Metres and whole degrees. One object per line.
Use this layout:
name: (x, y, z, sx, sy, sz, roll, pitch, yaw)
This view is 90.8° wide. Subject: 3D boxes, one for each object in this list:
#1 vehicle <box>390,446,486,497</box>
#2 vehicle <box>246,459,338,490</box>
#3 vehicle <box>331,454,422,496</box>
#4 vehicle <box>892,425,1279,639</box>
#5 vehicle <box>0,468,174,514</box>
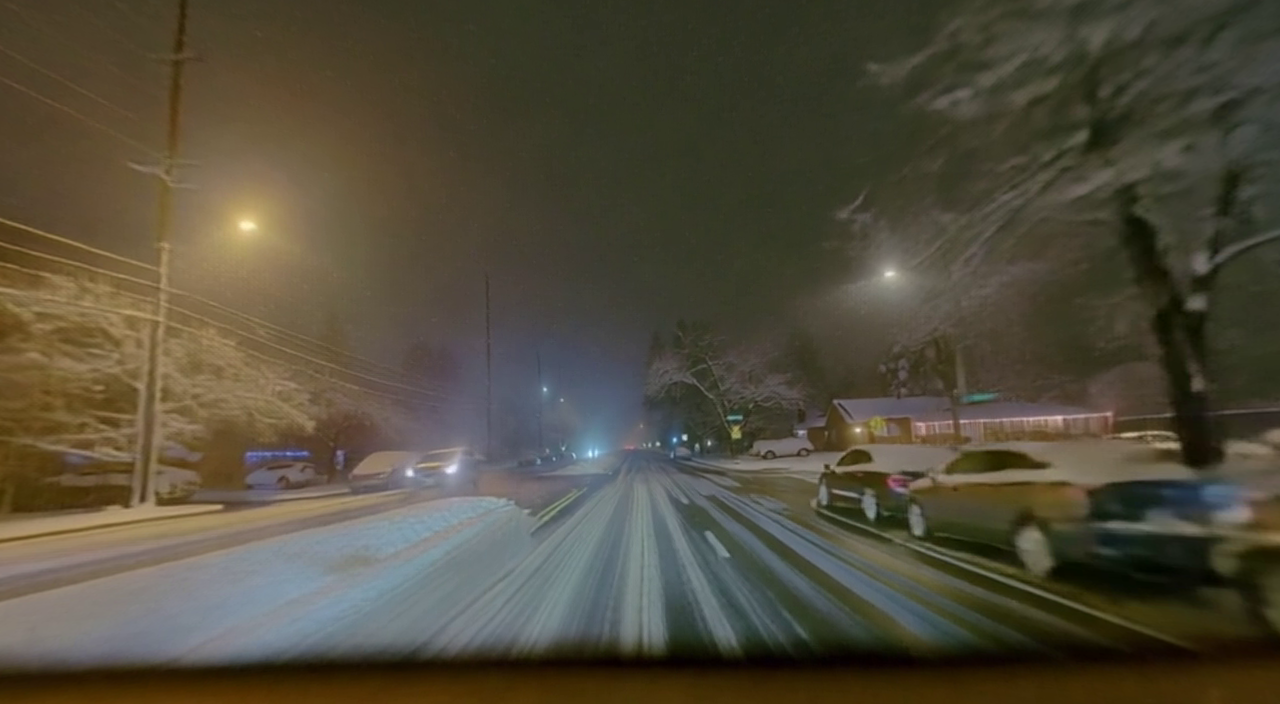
vehicle: (-7.474, 4.447, 23.977, 2.092, 1.741, 4.559, 0, -9, 1)
vehicle: (-20.915, 7.358, 38.121, 4.340, 1.727, 2.048, -1, -9, 2)
vehicle: (-12.630, 5.892, 30.741, 2.128, 1.768, 5.306, 0, -9, 0)
vehicle: (4.885, 1.646, 7.026, 2.008, 1.481, 5.049, 0, -9, -1)
vehicle: (-19.471, 4.895, 22.382, 4.367, 1.480, 1.903, 0, -9, 2)
